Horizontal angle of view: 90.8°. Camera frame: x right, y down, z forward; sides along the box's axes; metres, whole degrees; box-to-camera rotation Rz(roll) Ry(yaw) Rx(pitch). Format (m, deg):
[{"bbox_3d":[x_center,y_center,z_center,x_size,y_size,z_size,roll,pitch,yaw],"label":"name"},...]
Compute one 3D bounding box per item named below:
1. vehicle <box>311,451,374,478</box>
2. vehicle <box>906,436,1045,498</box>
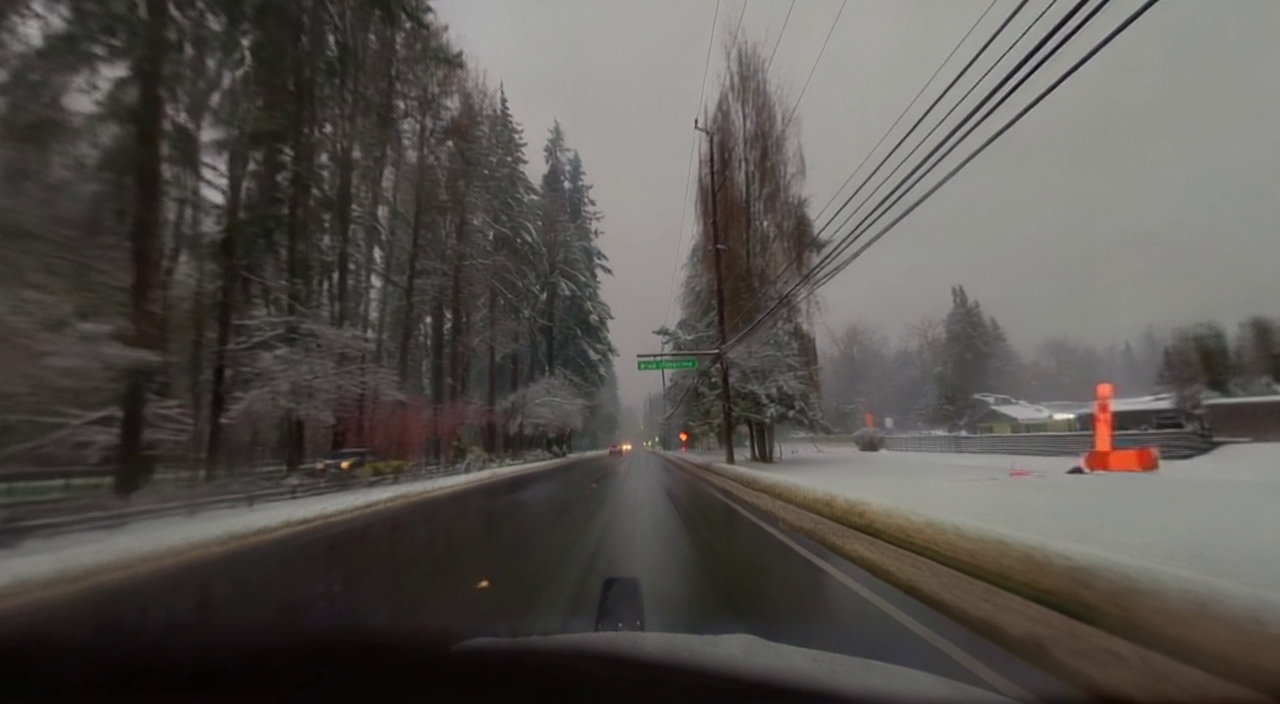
[{"bbox_3d":[-20.110,7.597,42.931,2.076,1.663,4.545,-2,-9,0],"label":"vehicle"},{"bbox_3d":[8.736,3.008,16.862,1.733,1.449,3.764,-1,-9,2],"label":"vehicle"}]
